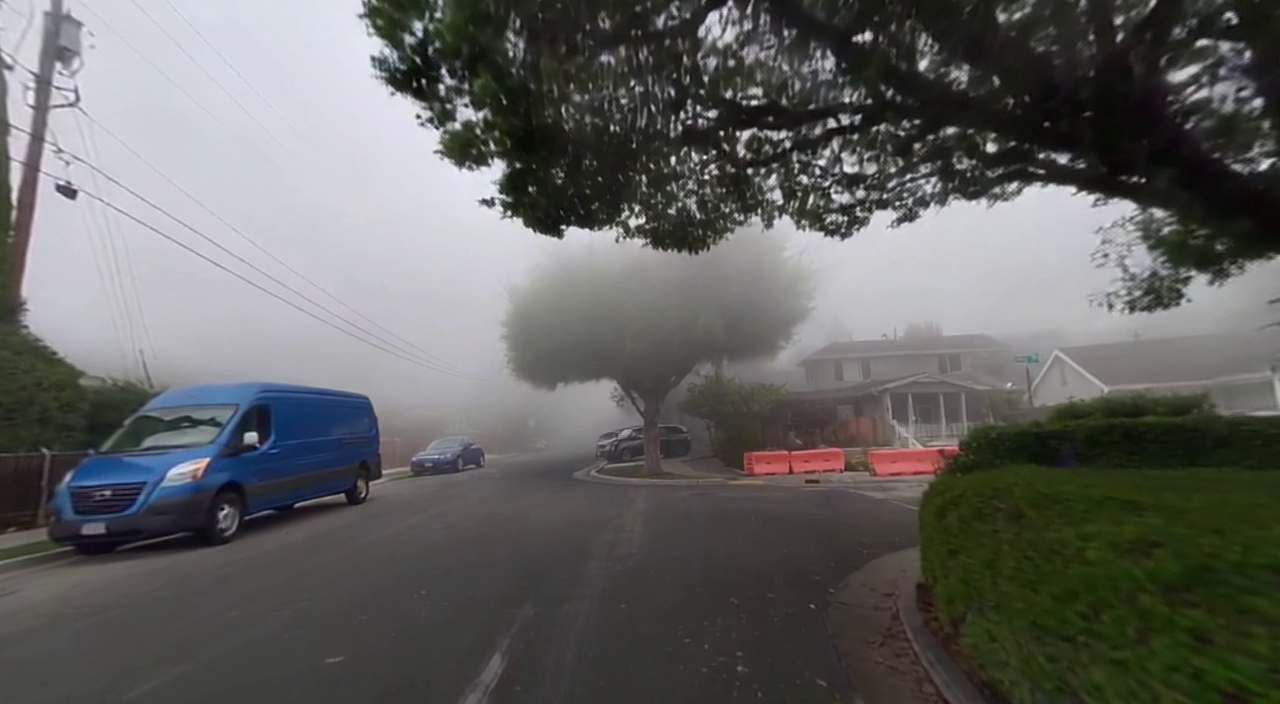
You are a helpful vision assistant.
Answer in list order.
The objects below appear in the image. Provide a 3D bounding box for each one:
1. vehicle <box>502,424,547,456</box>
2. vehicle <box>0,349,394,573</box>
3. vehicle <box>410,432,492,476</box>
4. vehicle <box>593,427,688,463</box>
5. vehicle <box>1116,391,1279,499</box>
[{"bbox_3d":[-7.430,5.696,41.024,2.042,1.937,4.960,0,-8,-1],"label":"vehicle"},{"bbox_3d":[-6.623,1.625,10.894,2.284,2.500,7.006,-2,-6,-3],"label":"vehicle"},{"bbox_3d":[-7.065,3.816,23.940,1.899,1.524,4.082,0,-8,-1],"label":"vehicle"},{"bbox_3d":[0.084,4.102,27.961,4.070,1.436,1.827,7,-10,-42],"label":"vehicle"},{"bbox_3d":[12.186,1.752,11.996,4.624,1.924,2.005,-5,-9,29],"label":"vehicle"}]
